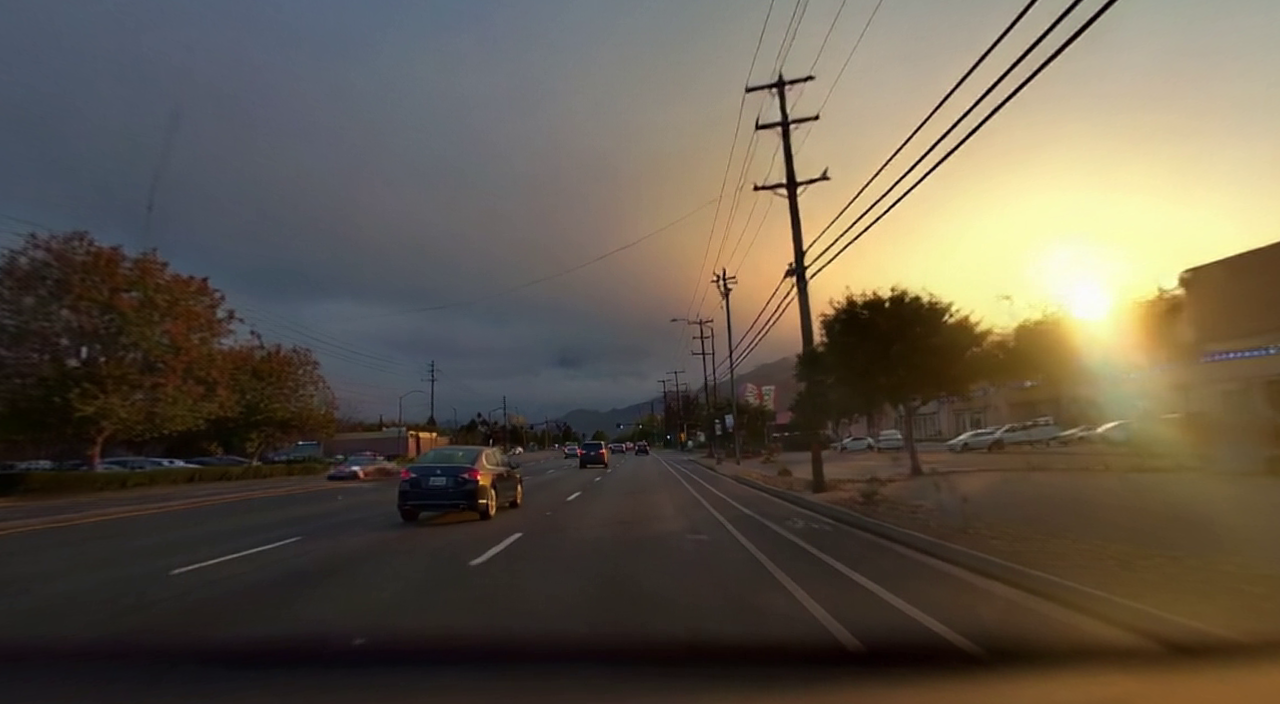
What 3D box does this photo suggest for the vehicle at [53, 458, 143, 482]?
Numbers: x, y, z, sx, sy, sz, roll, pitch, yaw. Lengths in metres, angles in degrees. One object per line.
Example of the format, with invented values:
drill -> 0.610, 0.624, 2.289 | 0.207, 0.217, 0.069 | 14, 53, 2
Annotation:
vehicle -> -40.251, 8.763, 46.868 | 4.560, 1.649, 2.040 | 1, -9, -6

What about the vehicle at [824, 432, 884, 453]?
vehicle -> 16.770, 7.120, 49.317 | 4.497, 1.548, 1.997 | 6, -10, -31

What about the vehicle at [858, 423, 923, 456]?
vehicle -> 16.987, 5.907, 42.634 | 4.319, 1.812, 2.020 | 2, -10, -39

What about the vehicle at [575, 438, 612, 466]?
vehicle -> -3.116, 6.777, 42.776 | 2.087, 1.736, 4.311 | 0, -9, 1

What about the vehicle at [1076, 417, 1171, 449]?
vehicle -> 28.854, 4.898, 37.755 | 1.985, 1.739, 4.397 | 1, -8, -4

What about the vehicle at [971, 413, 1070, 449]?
vehicle -> 22.783, 4.825, 38.058 | 2.266, 1.951, 5.849 | 1, -8, -1

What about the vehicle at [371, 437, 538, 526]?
vehicle -> -3.494, 2.513, 12.866 | 1.942, 1.469, 4.426 | 0, -9, 2
